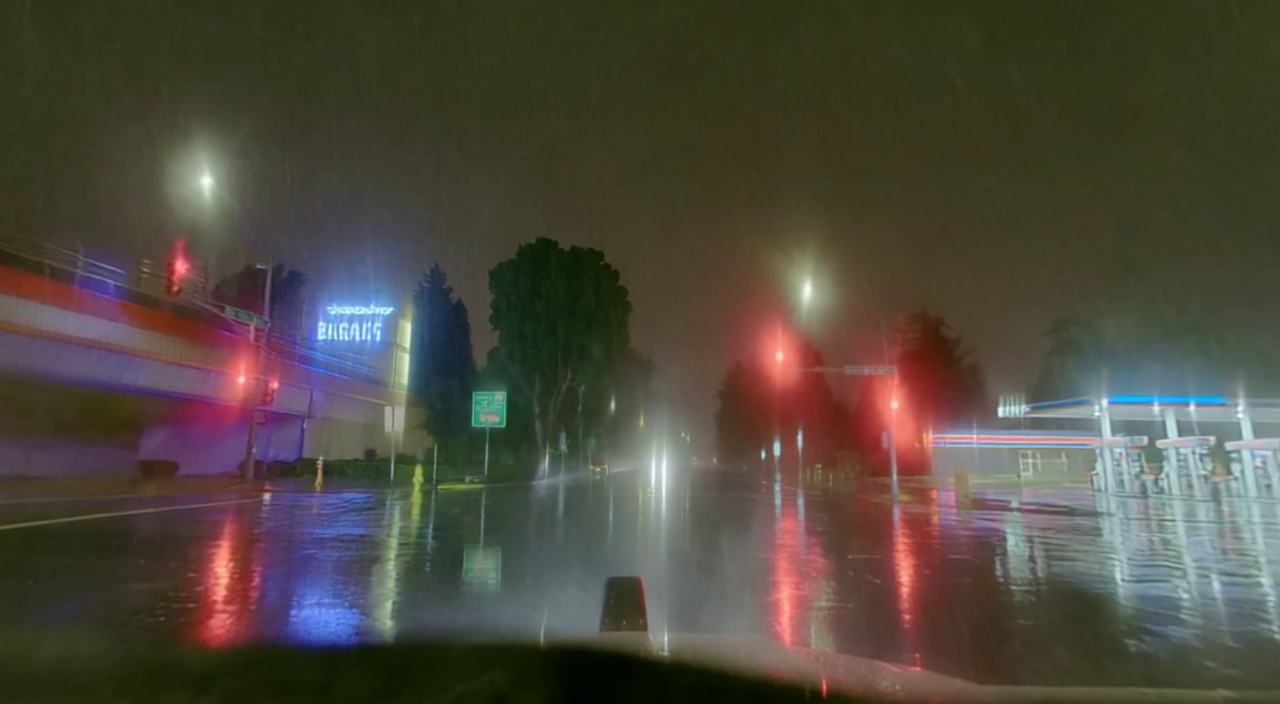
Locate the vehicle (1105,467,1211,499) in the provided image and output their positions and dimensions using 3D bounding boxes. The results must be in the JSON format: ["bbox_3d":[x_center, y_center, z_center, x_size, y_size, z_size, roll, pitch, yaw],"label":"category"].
[{"bbox_3d":[28.026,7.065,34.305,1.897,1.466,4.211,1,-8,-6],"label":"vehicle"}]
